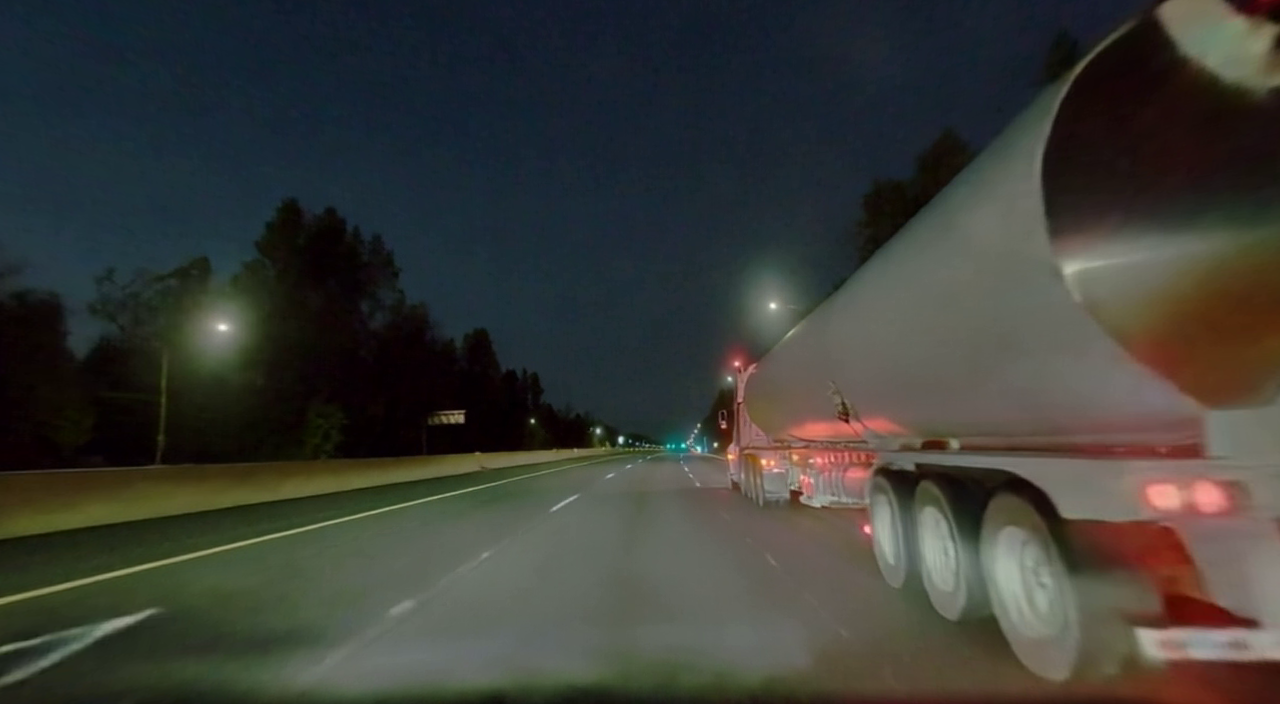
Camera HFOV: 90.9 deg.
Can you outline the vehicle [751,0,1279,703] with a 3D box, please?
[{"bbox_3d":[4.145,0.890,8.237,2.880,3.624,14.397,-1,-8,0],"label":"vehicle"}]
